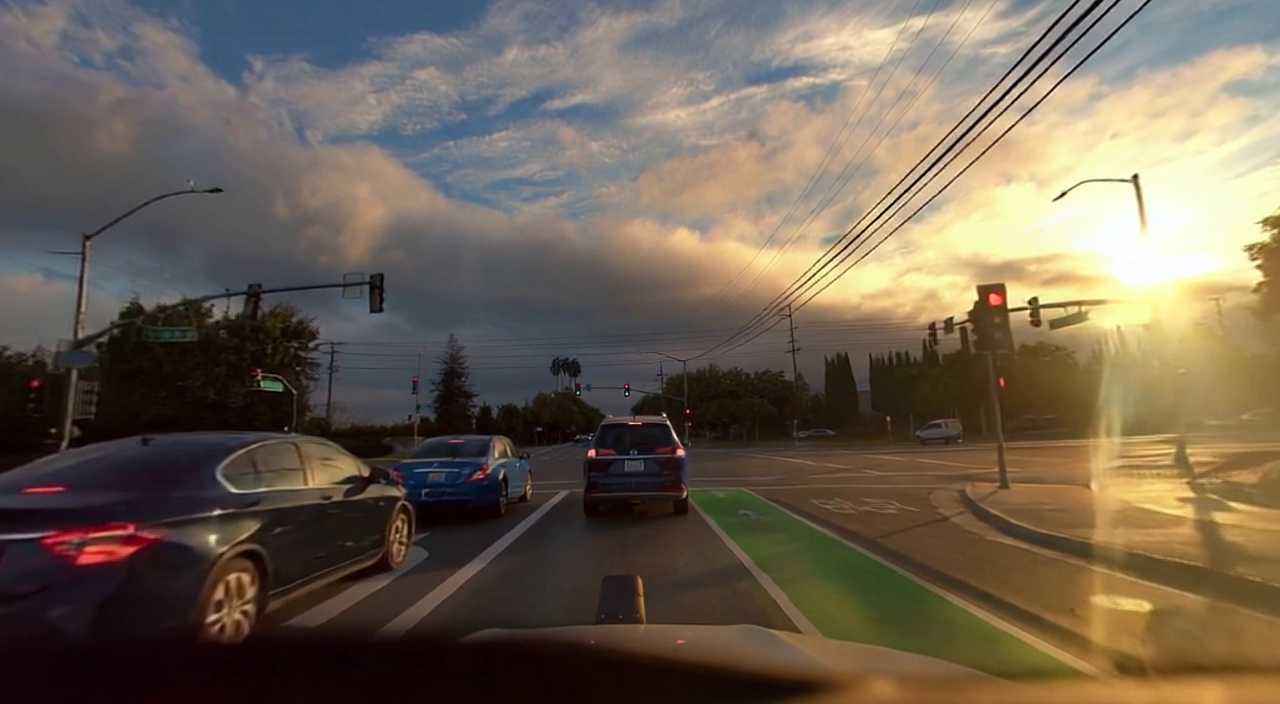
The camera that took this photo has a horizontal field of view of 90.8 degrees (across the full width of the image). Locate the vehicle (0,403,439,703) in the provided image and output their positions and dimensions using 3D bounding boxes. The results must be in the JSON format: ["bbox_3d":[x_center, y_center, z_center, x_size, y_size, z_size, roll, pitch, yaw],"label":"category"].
[{"bbox_3d":[-3.505,1.273,4.978,2.138,1.488,5.327,0,-7,-1],"label":"vehicle"}]

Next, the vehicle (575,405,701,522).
[{"bbox_3d":[-0.075,2.234,12.957,2.036,1.885,5.196,0,-9,-1],"label":"vehicle"}]

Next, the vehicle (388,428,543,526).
[{"bbox_3d":[-3.001,2.247,11.755,1.726,1.506,3.840,0,-9,1],"label":"vehicle"}]
